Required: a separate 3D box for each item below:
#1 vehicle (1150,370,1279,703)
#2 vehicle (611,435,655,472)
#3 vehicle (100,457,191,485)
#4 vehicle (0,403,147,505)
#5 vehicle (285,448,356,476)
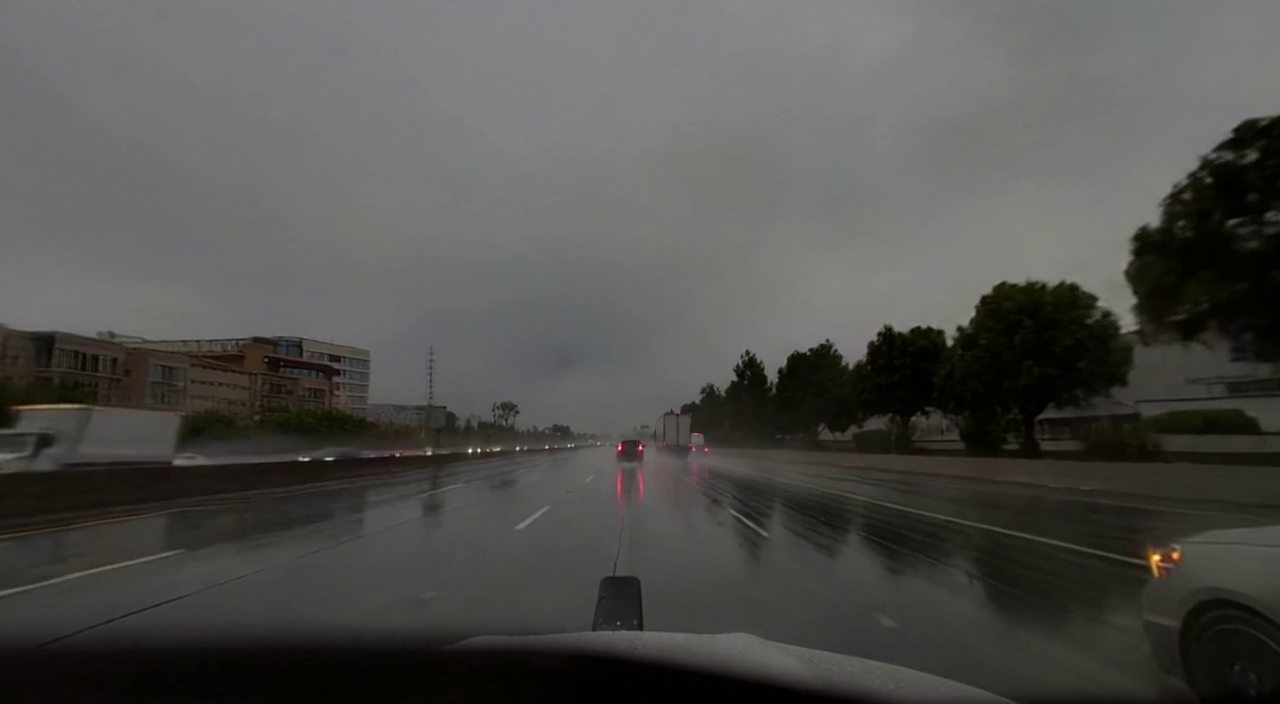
[{"bbox_3d":[3.527,0.635,0.894,1.950,1.596,4.326,0,-8,0],"label":"vehicle"},{"bbox_3d":[-0.416,5.688,35.685,2.297,1.912,4.355,0,-8,-1],"label":"vehicle"},{"bbox_3d":[-29.677,7.147,38.110,1.790,1.448,4.697,0,-8,-1],"label":"vehicle"},{"bbox_3d":[-17.887,2.887,18.002,2.255,2.648,6.640,0,-8,0],"label":"vehicle"},{"bbox_3d":[-18.822,6.448,37.450,1.889,1.525,4.375,0,-8,0],"label":"vehicle"}]
